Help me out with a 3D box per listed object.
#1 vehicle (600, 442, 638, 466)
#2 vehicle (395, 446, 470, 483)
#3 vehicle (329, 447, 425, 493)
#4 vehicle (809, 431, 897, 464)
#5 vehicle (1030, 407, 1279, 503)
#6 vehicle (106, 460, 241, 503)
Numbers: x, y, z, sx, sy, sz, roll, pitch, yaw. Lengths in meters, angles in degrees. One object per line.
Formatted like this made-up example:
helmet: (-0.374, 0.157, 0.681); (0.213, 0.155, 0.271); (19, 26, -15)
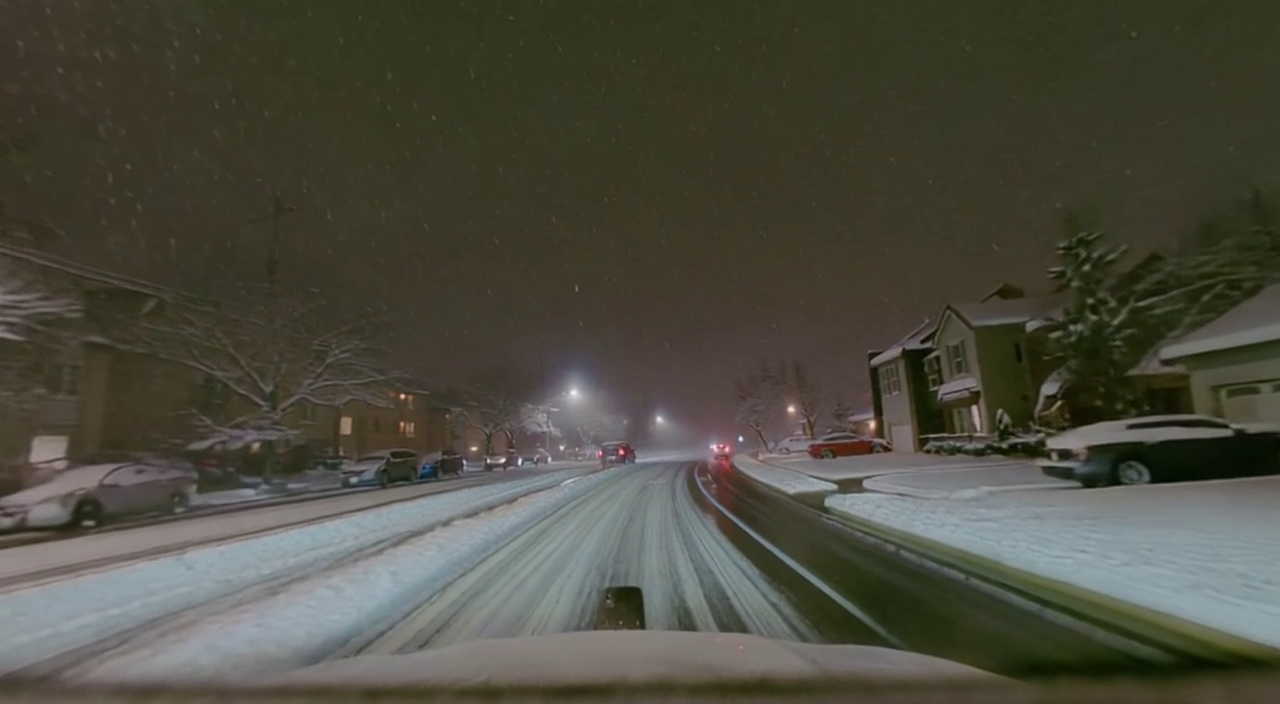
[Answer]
vehicle: (-1.530, 7.756, 48.216); (2.135, 1.731, 4.232); (-1, -8, 8)
vehicle: (-12.455, 6.759, 38.378); (2.114, 1.931, 5.936); (-5, -9, 5)
vehicle: (-13.086, 5.836, 31.884); (2.157, 1.882, 5.479); (-6, -9, 4)
vehicle: (12.414, 5.616, 37.084); (4.383, 1.602, 1.920); (-4, -9, 3)
vehicle: (10.873, 1.996, 12.576); (4.757, 1.536, 1.938); (-5, -9, 5)
vehicle: (-17.988, 4.978, 24.638); (1.872, 1.396, 4.150); (-1, -8, 4)
